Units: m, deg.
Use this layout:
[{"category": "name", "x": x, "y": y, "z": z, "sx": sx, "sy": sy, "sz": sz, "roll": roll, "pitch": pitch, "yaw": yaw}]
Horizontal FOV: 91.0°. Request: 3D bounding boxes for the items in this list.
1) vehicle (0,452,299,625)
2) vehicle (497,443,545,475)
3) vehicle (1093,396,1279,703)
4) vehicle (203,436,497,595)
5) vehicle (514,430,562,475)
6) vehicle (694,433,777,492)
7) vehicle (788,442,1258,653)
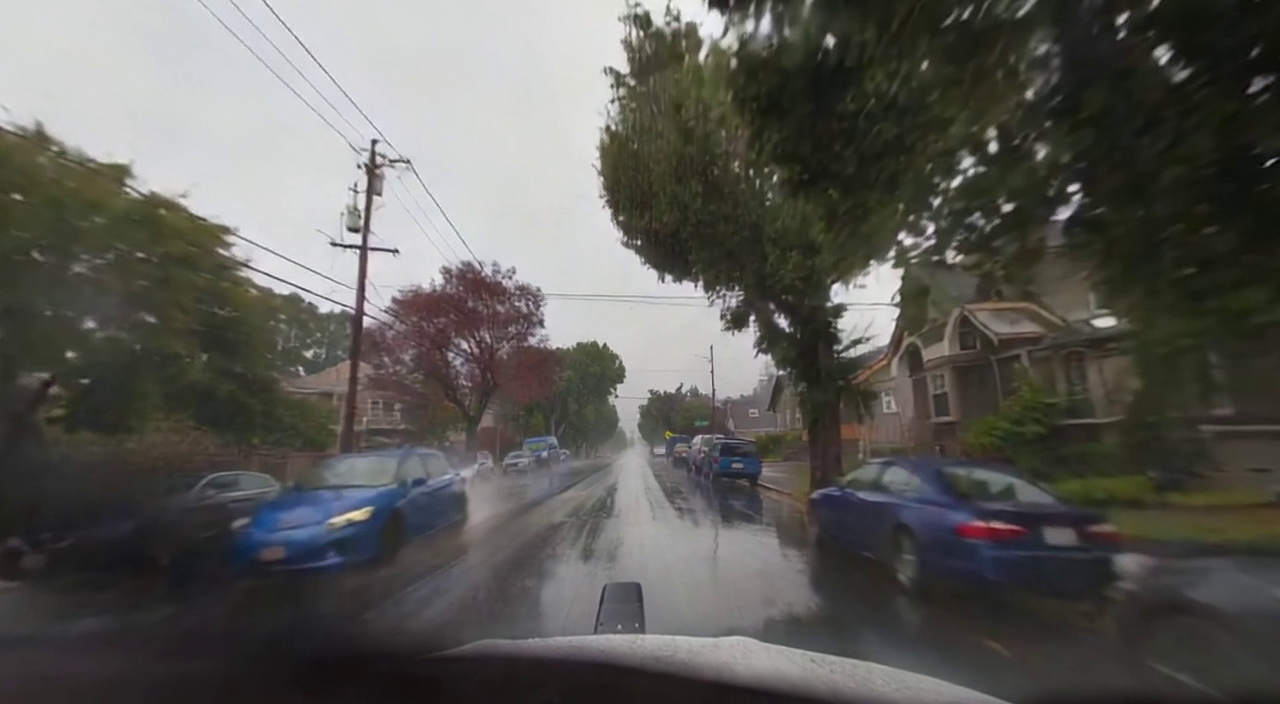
[{"category": "vehicle", "x": -6.728, "y": 2.211, "z": 8.391, "sx": 1.936, "sy": 1.528, "sz": 4.620, "roll": -3, "pitch": -8, "yaw": -2}, {"category": "vehicle", "x": -7.121, "y": 6.392, "z": 37.979, "sx": 2.027, "sy": 1.563, "sz": 4.594, "roll": -2, "pitch": -6, "yaw": 0}, {"category": "vehicle", "x": 3.103, "y": 0.698, "z": 0.666, "sx": 1.869, "sy": 1.531, "sz": 4.383, "roll": 0, "pitch": -9, "yaw": -2}, {"category": "vehicle", "x": -3.320, "y": 1.927, "z": 8.281, "sx": 1.929, "sy": 1.535, "sz": 4.075, "roll": 0, "pitch": -9, "yaw": 0}, {"category": "vehicle", "x": -7.202, "y": 7.098, "z": 45.029, "sx": 2.508, "sy": 2.712, "sz": 5.809, "roll": 0, "pitch": -5, "yaw": -1}, {"category": "vehicle", "x": 3.119, "y": 3.753, "z": 21.637, "sx": 2.013, "sy": 1.775, "sz": 4.570, "roll": 0, "pitch": -9, "yaw": -1}, {"category": "vehicle", "x": 3.260, "y": 1.737, "z": 6.813, "sx": 1.990, "sy": 1.447, "sz": 4.682, "roll": 0, "pitch": -9, "yaw": -2}]
